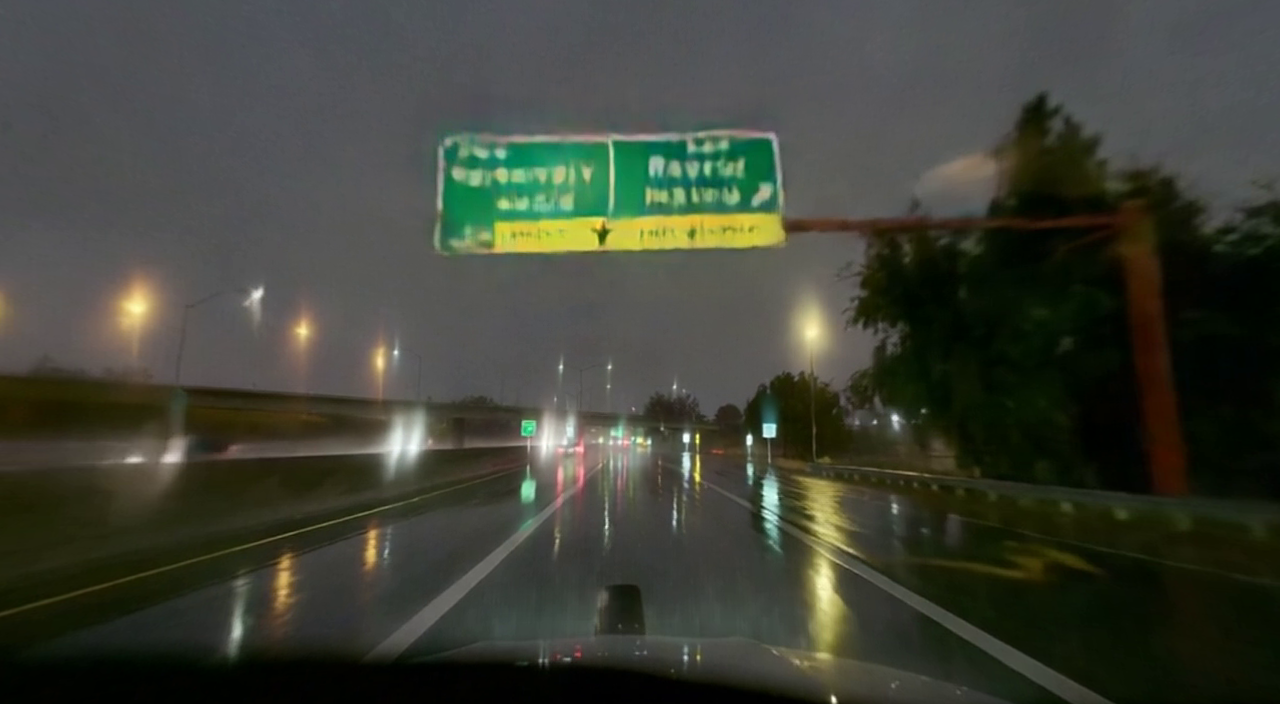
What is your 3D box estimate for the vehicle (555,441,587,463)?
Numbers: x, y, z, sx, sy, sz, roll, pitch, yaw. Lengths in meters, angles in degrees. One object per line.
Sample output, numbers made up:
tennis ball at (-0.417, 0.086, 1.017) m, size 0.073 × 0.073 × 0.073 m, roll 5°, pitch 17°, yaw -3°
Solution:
vehicle at (-5.066, 7.432, 46.638) m, size 2.008 × 1.521 × 4.129 m, roll 0°, pitch -9°, yaw -1°
